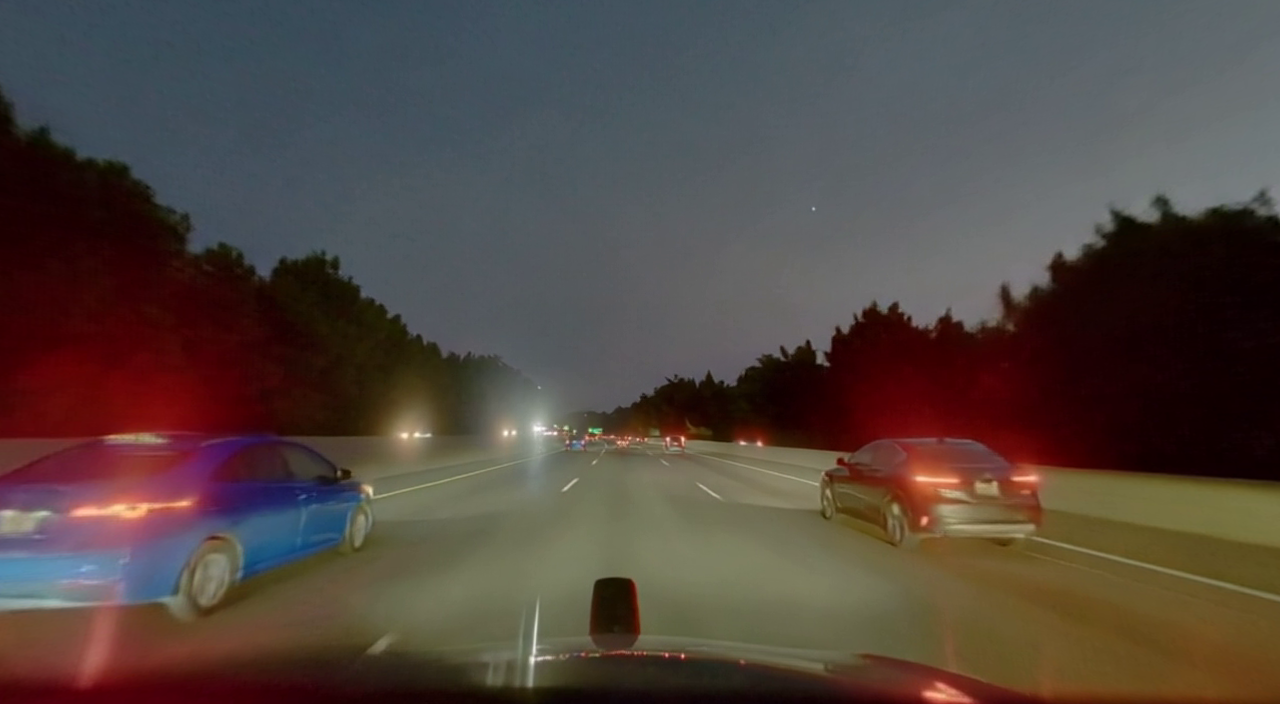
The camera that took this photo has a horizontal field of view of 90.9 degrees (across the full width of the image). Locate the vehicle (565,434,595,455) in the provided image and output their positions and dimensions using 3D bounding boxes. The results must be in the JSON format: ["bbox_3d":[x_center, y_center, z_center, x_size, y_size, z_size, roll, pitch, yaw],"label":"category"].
[{"bbox_3d":[-4.566,7.070,48.359,1.941,1.529,4.111,0,-8,-1],"label":"vehicle"}]

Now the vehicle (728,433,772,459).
[{"bbox_3d":[7.757,6.657,44.853,2.156,1.679,4.492,1,-8,-3],"label":"vehicle"}]

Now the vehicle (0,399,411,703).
[{"bbox_3d":[-3.907,1.316,5.438,2.032,1.535,4.889,0,-8,0],"label":"vehicle"}]

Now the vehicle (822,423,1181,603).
[{"bbox_3d":[3.694,1.653,7.416,1.883,1.536,3.792,0,-8,-1],"label":"vehicle"}]
